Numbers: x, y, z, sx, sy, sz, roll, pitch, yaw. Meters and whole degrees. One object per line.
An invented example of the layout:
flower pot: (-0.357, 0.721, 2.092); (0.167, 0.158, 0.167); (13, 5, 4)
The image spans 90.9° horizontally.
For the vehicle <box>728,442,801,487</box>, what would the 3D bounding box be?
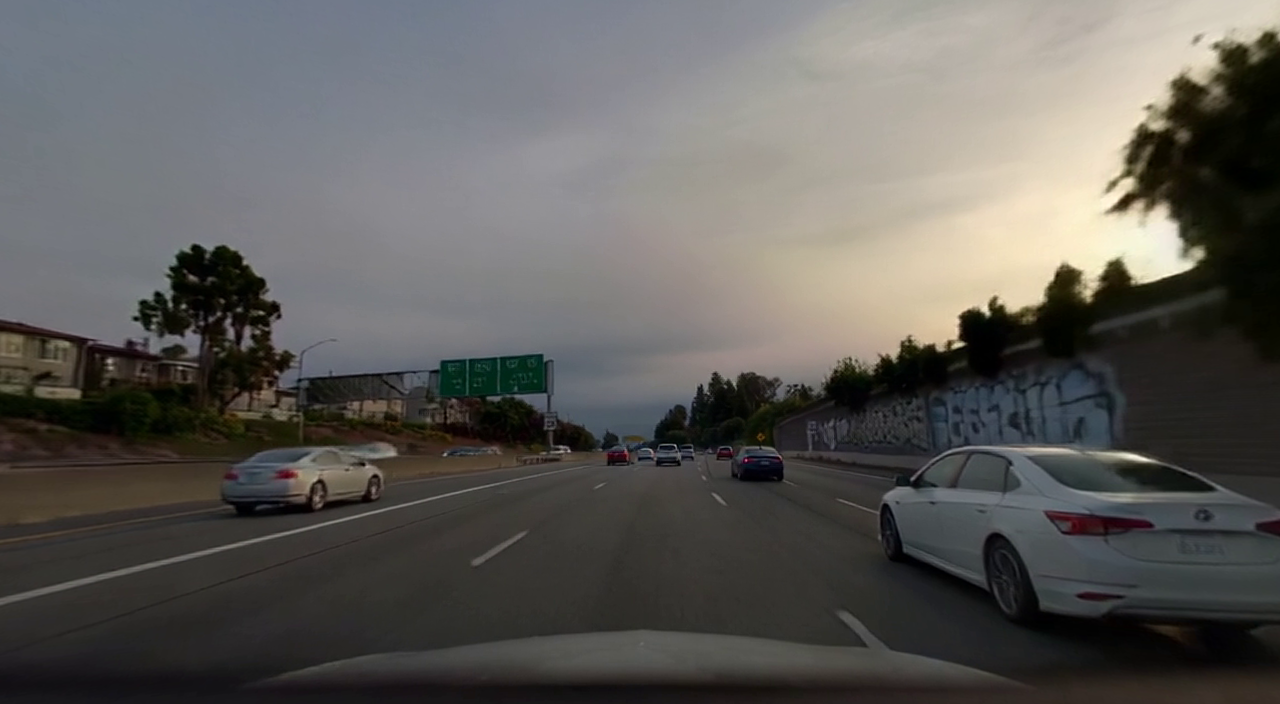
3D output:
vehicle: (4.388, 4.001, 22.776); (1.854, 1.438, 3.954); (0, -8, 1)

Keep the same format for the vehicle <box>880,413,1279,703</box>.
vehicle: (3.691, 1.354, 5.065); (1.912, 1.509, 4.291); (0, -8, 1)

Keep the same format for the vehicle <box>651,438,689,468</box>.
vehicle: (1.837, 6.168, 38.704); (2.183, 1.764, 4.134); (0, -8, 3)

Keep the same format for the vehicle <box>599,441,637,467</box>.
vehicle: (-1.468, 7.109, 44.210); (2.070, 1.740, 4.678); (-1, -8, 6)

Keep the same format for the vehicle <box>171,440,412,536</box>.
vehicle: (-6.395, 2.495, 12.342); (2.050, 1.507, 4.375); (0, -8, 3)
